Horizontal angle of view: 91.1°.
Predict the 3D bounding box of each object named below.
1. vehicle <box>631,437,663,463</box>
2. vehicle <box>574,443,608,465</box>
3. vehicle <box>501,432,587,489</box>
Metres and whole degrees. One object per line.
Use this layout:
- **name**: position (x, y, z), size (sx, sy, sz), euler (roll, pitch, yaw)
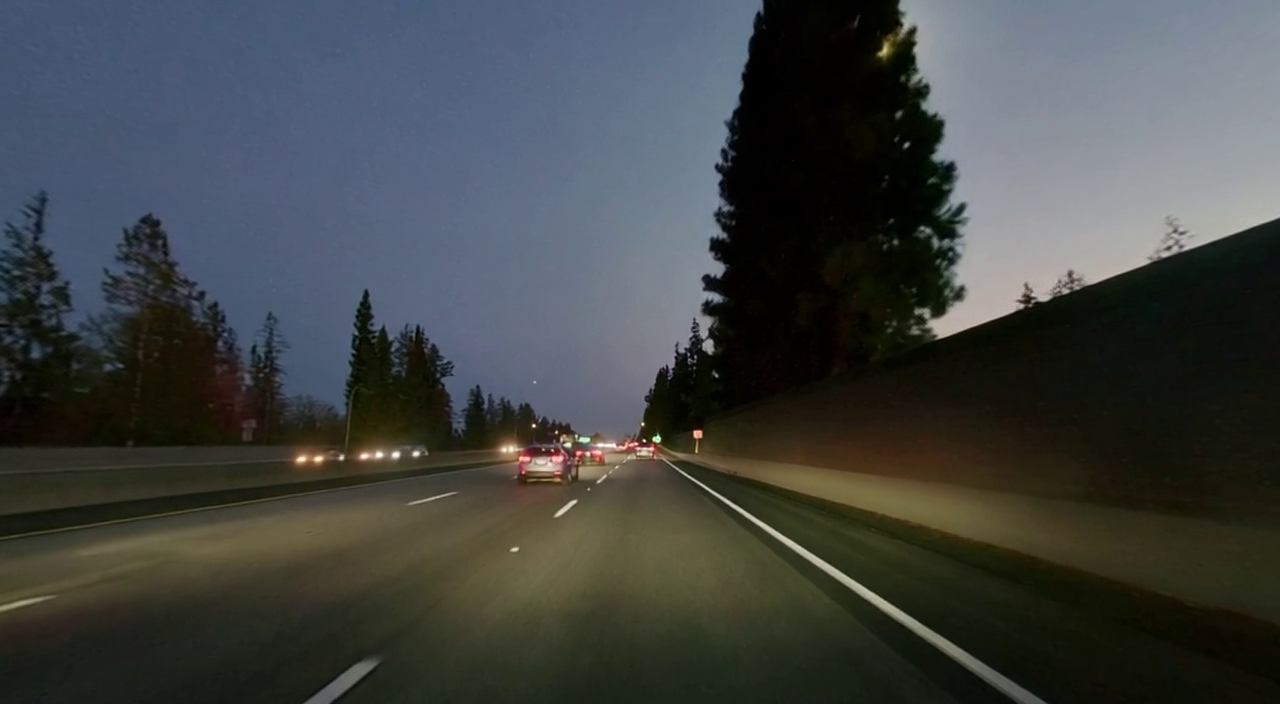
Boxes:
- **vehicle**: position (0.491, 7.321, 46.955), size (2.285, 1.797, 4.478), euler (0, -8, 0)
- **vehicle**: position (-3.401, 7.149, 44.261), size (2.055, 1.431, 3.921), euler (0, -8, 1)
- **vehicle**: position (-3.024, 3.528, 20.737), size (2.056, 1.679, 4.204), euler (0, -8, 1)
